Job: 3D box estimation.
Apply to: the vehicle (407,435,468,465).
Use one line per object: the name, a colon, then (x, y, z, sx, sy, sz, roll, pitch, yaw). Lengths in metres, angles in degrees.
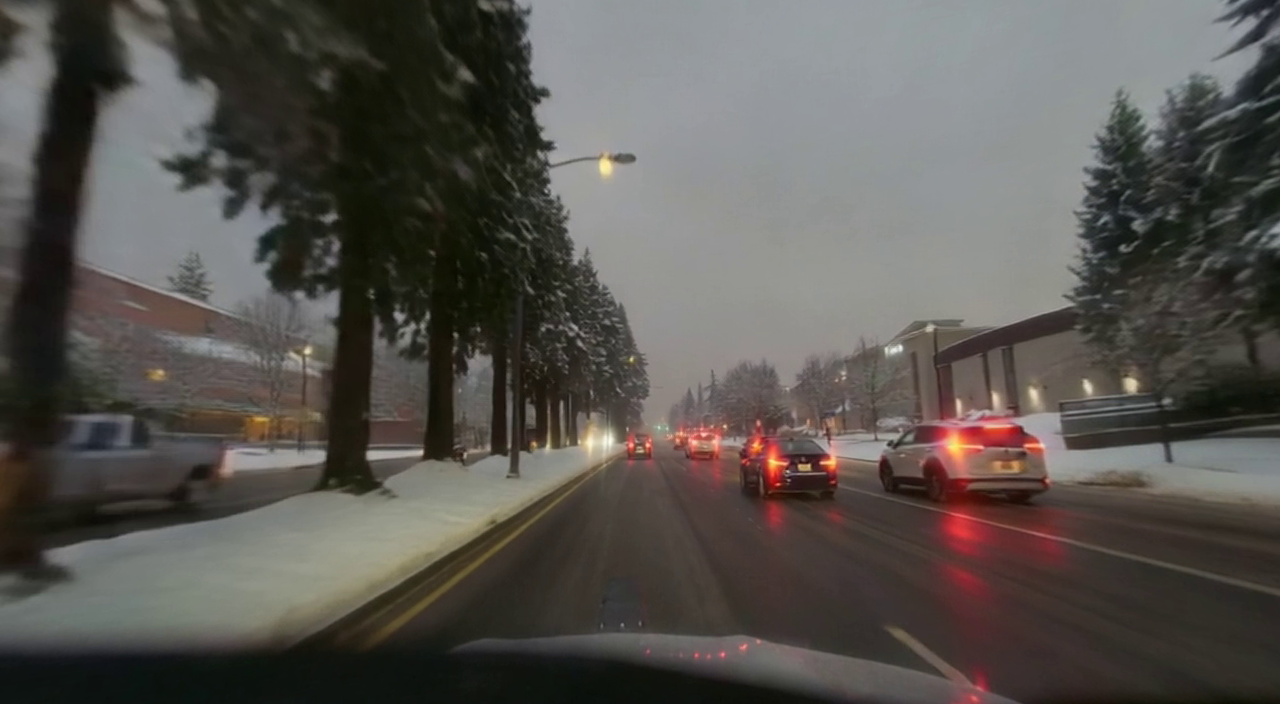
vehicle: (-11.511, 5.599, 36.003, 1.952, 1.576, 4.409, 0, -8, 1)

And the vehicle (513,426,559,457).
vehicle: (-7.878, 6.879, 48.059, 2.396, 2.216, 5.698, 0, -8, 2)

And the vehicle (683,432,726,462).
vehicle: (3.907, 5.834, 38.710, 2.130, 1.718, 4.310, 0, -8, -1)

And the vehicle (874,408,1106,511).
vehicle: (7.293, 2.323, 13.931, 2.188, 1.840, 5.050, 0, -8, 0)

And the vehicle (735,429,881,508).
vehicle: (3.535, 2.558, 14.258, 2.010, 1.490, 4.639, 0, -8, 0)

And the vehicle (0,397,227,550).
vehicle: (-8.418, 1.620, 8.697, 2.116, 1.747, 4.727, 0, -8, 0)

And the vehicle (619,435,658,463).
vehicle: (-0.099, 5.559, 35.927, 2.111, 1.506, 4.018, 0, -8, 0)
